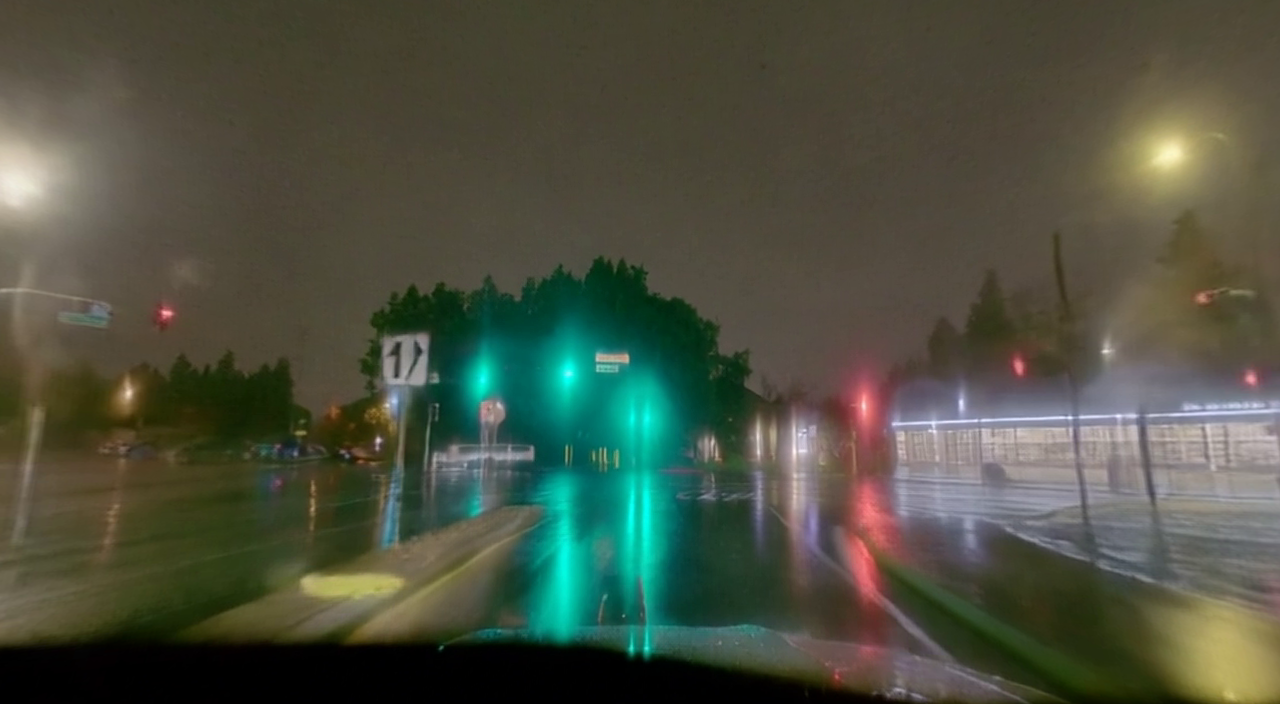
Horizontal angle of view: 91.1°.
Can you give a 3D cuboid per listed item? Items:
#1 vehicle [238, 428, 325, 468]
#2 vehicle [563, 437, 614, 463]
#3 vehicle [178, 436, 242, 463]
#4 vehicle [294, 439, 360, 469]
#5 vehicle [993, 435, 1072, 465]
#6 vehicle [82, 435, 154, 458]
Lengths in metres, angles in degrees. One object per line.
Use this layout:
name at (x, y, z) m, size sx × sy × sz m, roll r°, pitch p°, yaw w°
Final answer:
vehicle at (-18.942, 5.104, 33.495) m, size 2.337 × 1.934 × 4.843 m, roll 1°, pitch -8°, yaw -9°
vehicle at (-4.032, 7.782, 49.860) m, size 2.072 × 1.922 × 4.112 m, roll -5°, pitch -10°, yaw 31°
vehicle at (-25.282, 5.724, 37.008) m, size 1.771 × 1.510 × 3.545 m, roll 2°, pitch -8°, yaw -11°
vehicle at (-15.852, 5.176, 32.020) m, size 1.789 × 1.399 × 4.236 m, roll 2°, pitch -8°, yaw -10°
vehicle at (27.228, 6.816, 43.690) m, size 4.474 × 1.956 × 2.263 m, roll -5°, pitch -10°, yaw 31°
vehicle at (-38.251, 6.955, 46.159) m, size 2.002 × 1.603 × 4.547 m, roll 2°, pitch -8°, yaw -10°
